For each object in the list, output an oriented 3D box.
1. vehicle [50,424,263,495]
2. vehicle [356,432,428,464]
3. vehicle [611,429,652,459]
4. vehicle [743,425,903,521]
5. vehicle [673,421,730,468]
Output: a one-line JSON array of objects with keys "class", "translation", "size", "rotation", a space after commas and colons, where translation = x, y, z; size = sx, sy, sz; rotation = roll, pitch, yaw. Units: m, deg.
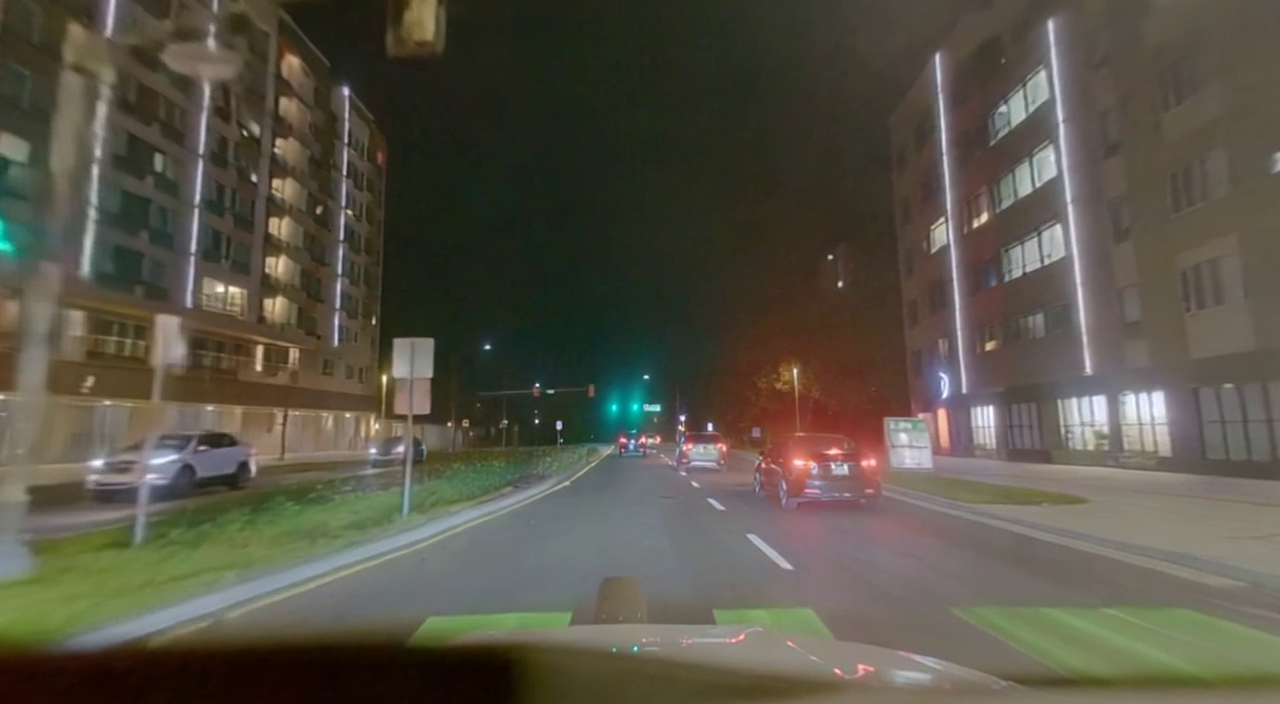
[{"class": "vehicle", "translation": [-12.185, 2.715, 16.440], "size": [1.969, 1.566, 4.549], "rotation": [0, -8, -1]}, {"class": "vehicle", "translation": [-12.788, 4.954, 32.845], "size": [1.926, 1.446, 4.565], "rotation": [-1, -8, 0]}, {"class": "vehicle", "translation": [-0.489, 4.969, 34.282], "size": [2.059, 1.492, 3.925], "rotation": [0, -8, -2]}, {"class": "vehicle", "translation": [3.454, 2.333, 12.841], "size": [1.906, 1.608, 4.137], "rotation": [0, -8, -1]}, {"class": "vehicle", "translation": [2.633, 4.109, 28.236], "size": [2.206, 1.858, 5.332], "rotation": [1, -8, 2]}]
